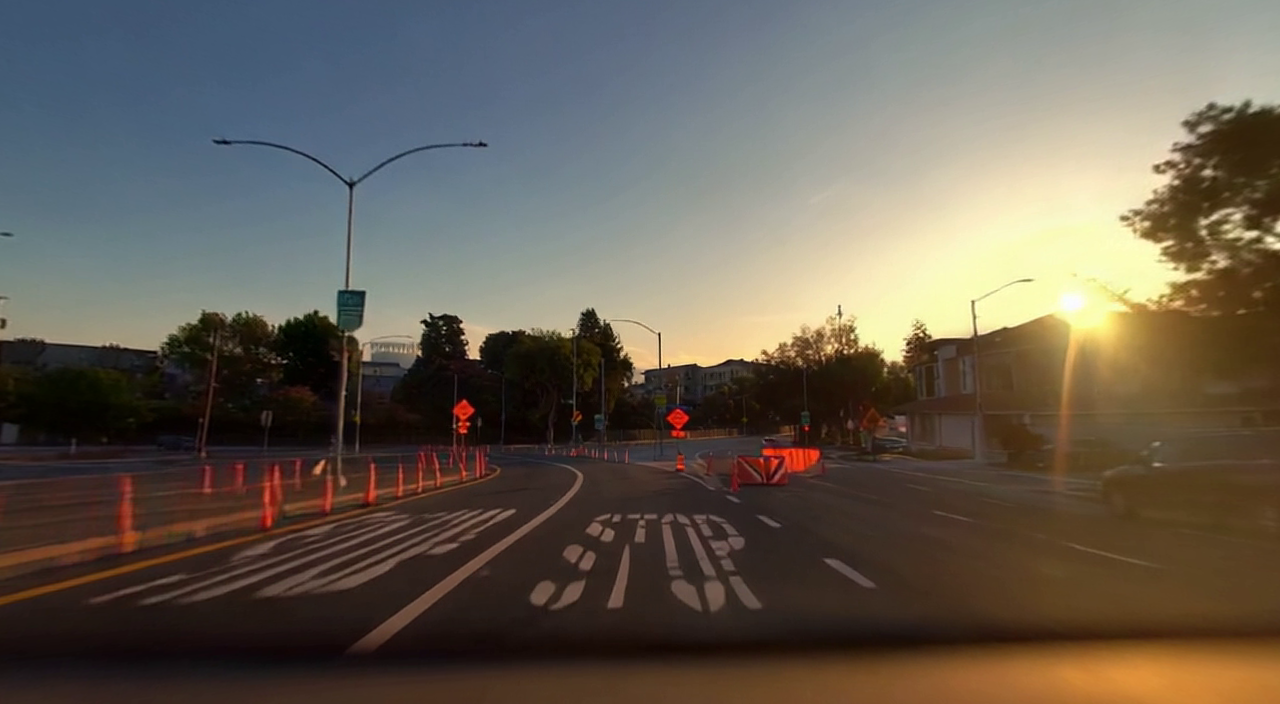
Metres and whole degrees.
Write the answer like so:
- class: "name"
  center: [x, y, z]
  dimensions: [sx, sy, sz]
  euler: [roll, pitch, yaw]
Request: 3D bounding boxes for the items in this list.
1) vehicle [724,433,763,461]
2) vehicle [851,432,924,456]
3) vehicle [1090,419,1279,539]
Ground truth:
- class: "vehicle"
  center: [6.983, 6.453, 42.969]
  dimensions: [2.150, 1.779, 4.423]
  euler: [-1, -8, 4]
- class: "vehicle"
  center: [18.387, 6.862, 47.084]
  dimensions: [4.615, 1.738, 1.990]
  euler: [-1, -9, 4]
- class: "vehicle"
  center: [10.442, 2.093, 10.723]
  dimensions: [1.961, 1.754, 4.889]
  euler: [0, -8, 1]
